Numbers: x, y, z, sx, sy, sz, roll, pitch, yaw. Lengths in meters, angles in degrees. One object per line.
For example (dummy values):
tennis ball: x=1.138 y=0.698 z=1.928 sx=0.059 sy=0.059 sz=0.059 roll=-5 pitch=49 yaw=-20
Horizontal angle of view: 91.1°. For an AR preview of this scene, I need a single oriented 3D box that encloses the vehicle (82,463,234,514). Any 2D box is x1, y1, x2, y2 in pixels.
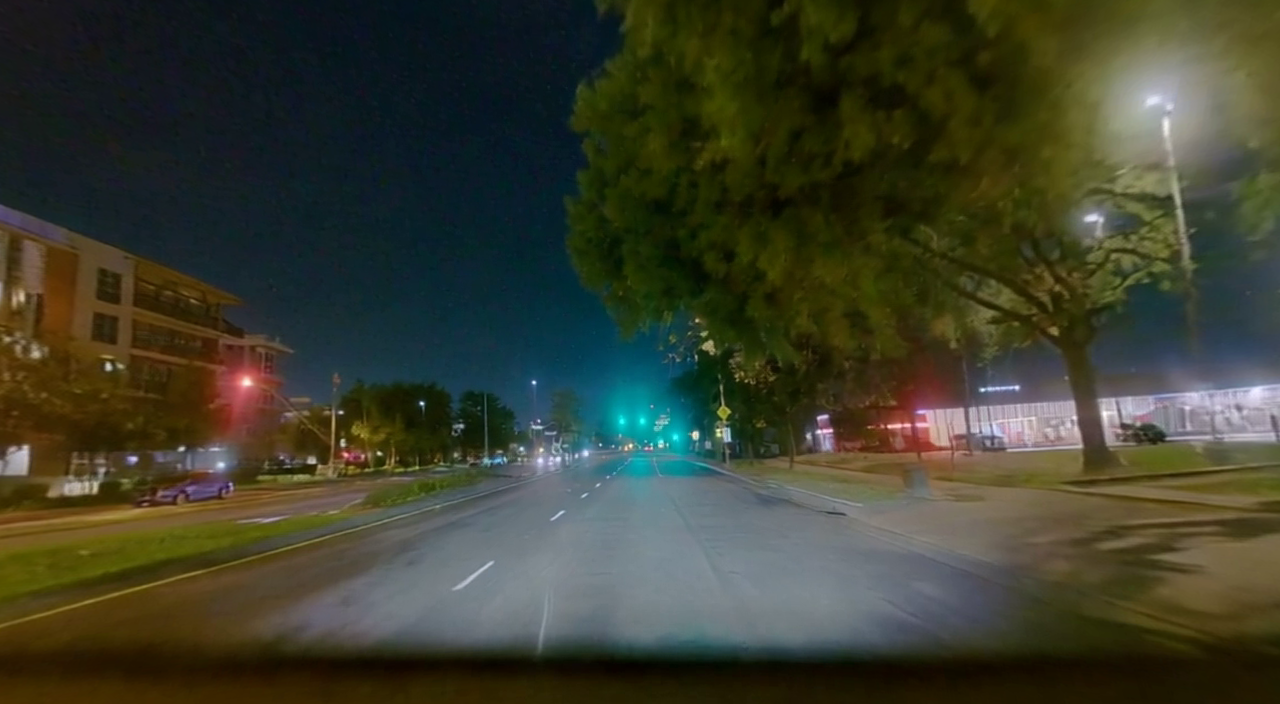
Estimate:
vehicle: x=-17.412 y=4.900 z=23.040 sx=1.861 sy=1.541 sz=4.530 roll=0 pitch=-9 yaw=2
